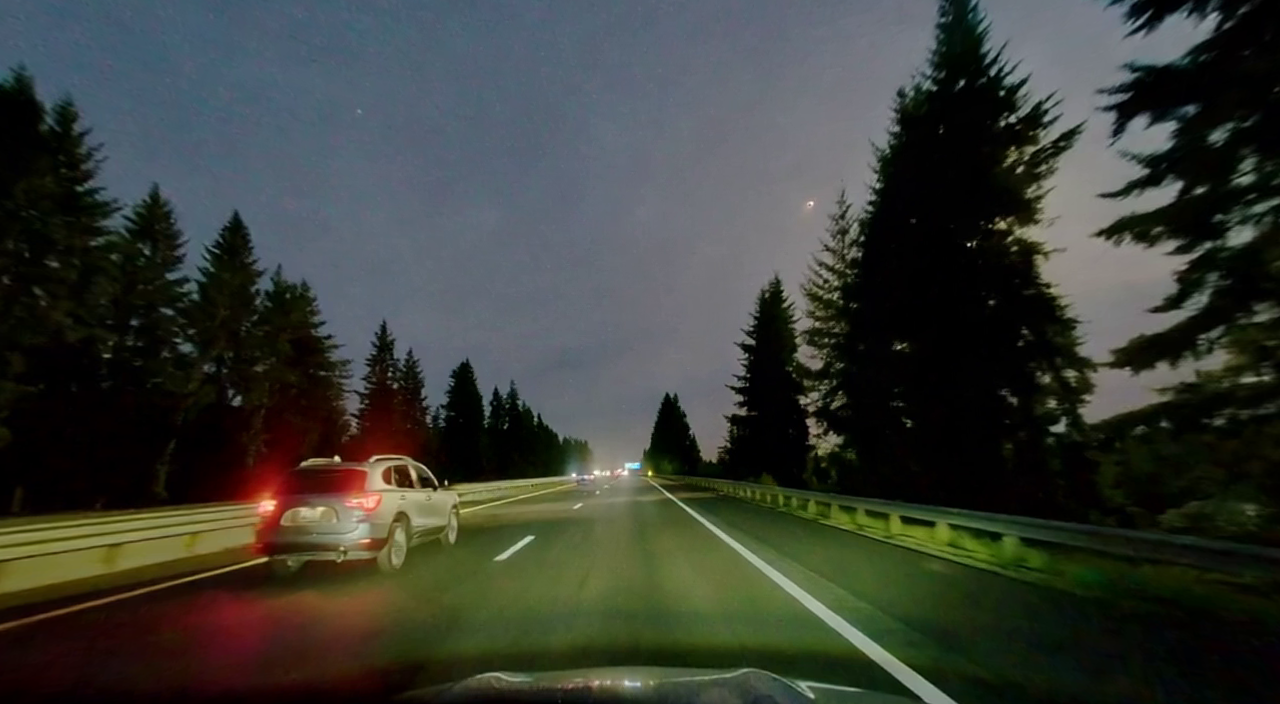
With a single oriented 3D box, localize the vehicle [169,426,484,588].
[{"bbox_3d":[-3.905,2.076,9.039,2.107,1.668,4.554,1,-11,0],"label":"vehicle"}]
